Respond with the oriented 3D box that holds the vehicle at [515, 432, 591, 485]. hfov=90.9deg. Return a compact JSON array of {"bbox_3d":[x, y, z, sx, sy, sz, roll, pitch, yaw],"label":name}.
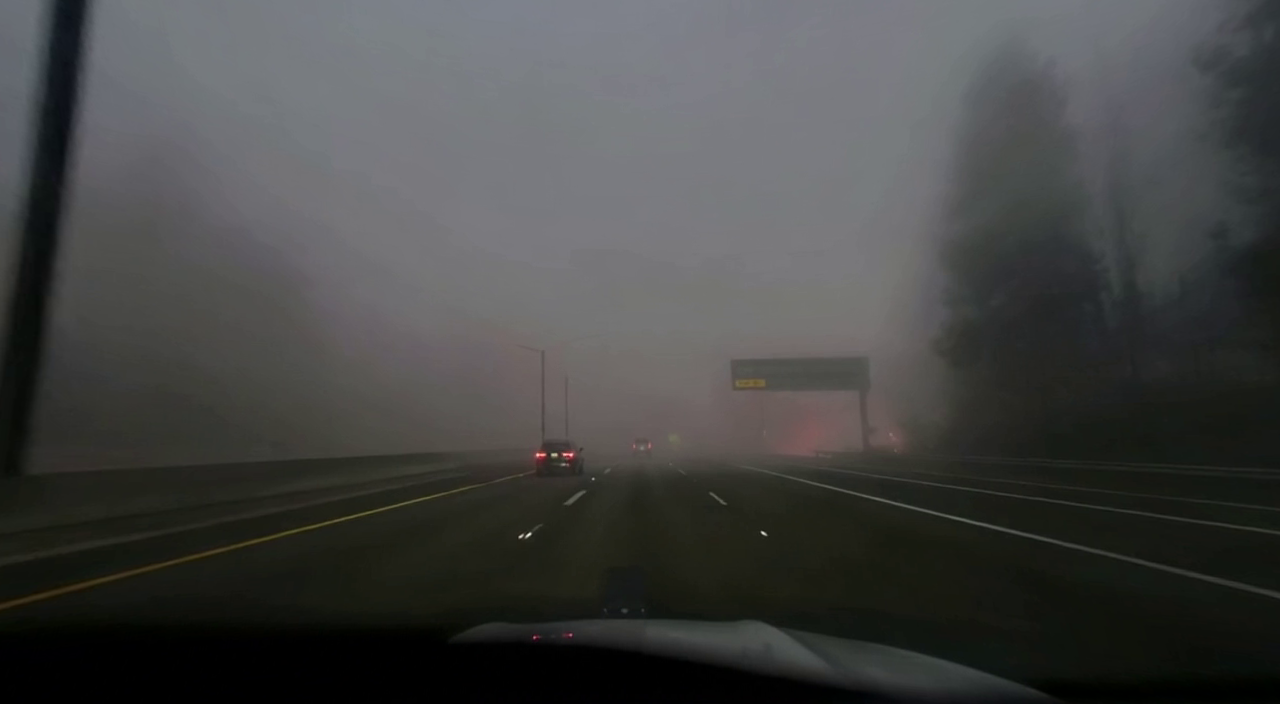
[{"bbox_3d":[-3.017,3.823,22.879,2.072,1.706,4.359,0,-8,1],"label":"vehicle"}]
